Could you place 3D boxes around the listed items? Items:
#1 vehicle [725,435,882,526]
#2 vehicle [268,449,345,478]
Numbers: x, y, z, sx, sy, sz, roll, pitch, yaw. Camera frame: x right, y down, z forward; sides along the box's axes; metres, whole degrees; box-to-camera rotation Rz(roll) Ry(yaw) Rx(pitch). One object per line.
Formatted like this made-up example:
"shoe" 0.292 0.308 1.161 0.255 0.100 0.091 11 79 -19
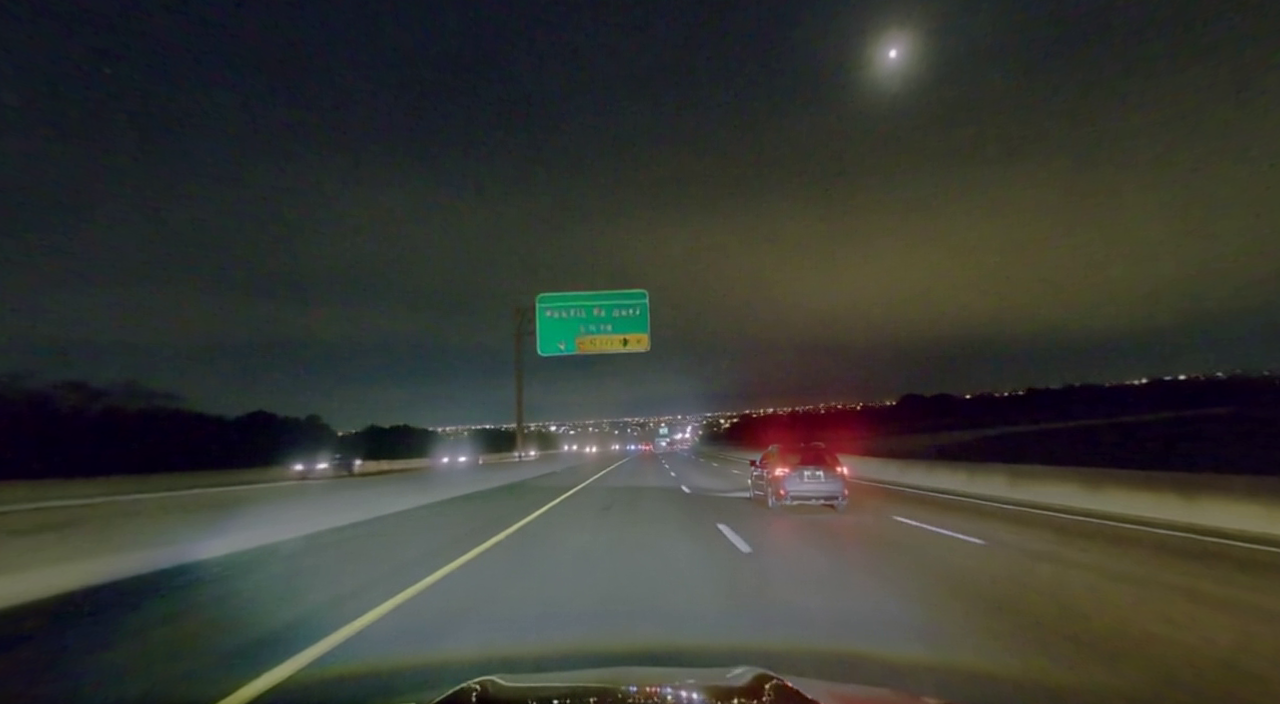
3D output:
"vehicle" 3.113 2.548 13.170 1.982 1.533 4.612 0 -9 -1
"vehicle" -20.092 6.700 38.288 1.976 1.589 4.669 0 -9 2
